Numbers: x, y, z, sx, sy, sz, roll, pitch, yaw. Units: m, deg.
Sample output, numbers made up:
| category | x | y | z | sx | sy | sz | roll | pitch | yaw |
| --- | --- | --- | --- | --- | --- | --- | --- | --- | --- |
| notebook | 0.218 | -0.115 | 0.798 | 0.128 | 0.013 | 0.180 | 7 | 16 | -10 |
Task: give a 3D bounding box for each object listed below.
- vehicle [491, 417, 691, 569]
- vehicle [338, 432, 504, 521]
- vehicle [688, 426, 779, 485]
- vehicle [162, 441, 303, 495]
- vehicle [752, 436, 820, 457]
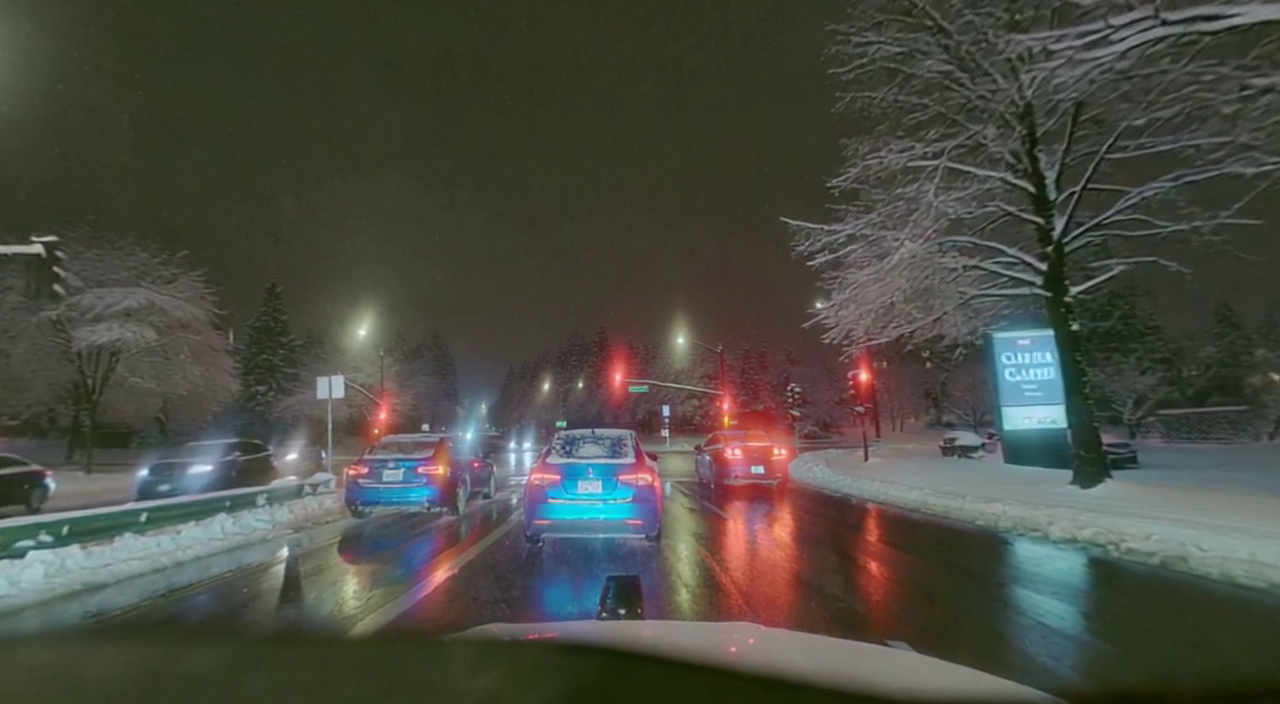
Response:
| category | x | y | z | sx | sy | sz | roll | pitch | yaw |
| --- | --- | --- | --- | --- | --- | --- | --- | --- | --- |
| vehicle | -0.628 | 1.762 | 8.657 | 2.045 | 1.533 | 4.183 | 0 | -8 | -4 |
| vehicle | -4.020 | 2.334 | 12.349 | 1.998 | 1.452 | 3.773 | 0 | -8 | -2 |
| vehicle | 2.881 | 3.317 | 20.457 | 2.028 | 1.678 | 4.220 | 0 | -8 | -4 |
| vehicle | -13.304 | 3.774 | 20.980 | 1.954 | 1.583 | 4.175 | 0 | -8 | -2 |
| vehicle | 10.574 | 6.884 | 45.938 | 4.428 | 1.478 | 1.772 | 0 | -9 | -3 |
